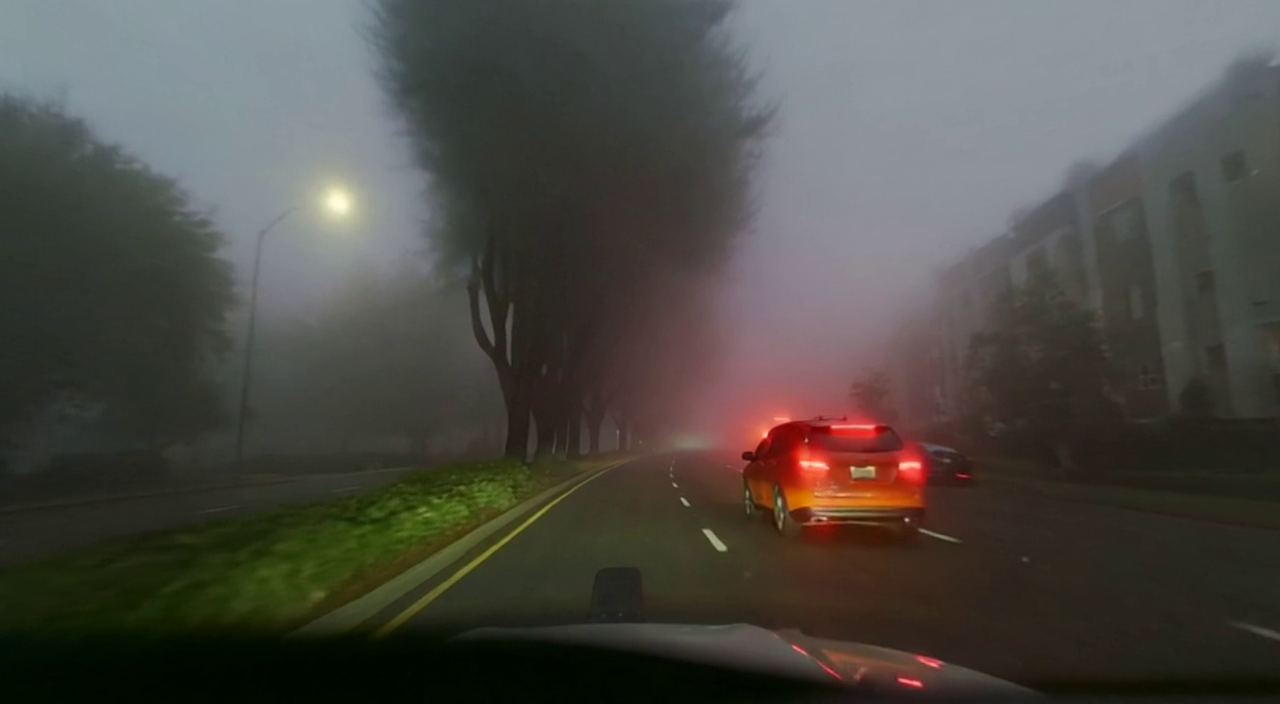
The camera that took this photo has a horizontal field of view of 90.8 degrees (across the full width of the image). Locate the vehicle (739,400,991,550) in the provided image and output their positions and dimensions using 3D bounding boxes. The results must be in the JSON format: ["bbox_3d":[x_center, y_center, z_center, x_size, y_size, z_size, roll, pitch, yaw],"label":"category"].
[{"bbox_3d":[3.103,1.843,10.042,2.215,1.812,4.569,0,-9,-1],"label":"vehicle"}]
